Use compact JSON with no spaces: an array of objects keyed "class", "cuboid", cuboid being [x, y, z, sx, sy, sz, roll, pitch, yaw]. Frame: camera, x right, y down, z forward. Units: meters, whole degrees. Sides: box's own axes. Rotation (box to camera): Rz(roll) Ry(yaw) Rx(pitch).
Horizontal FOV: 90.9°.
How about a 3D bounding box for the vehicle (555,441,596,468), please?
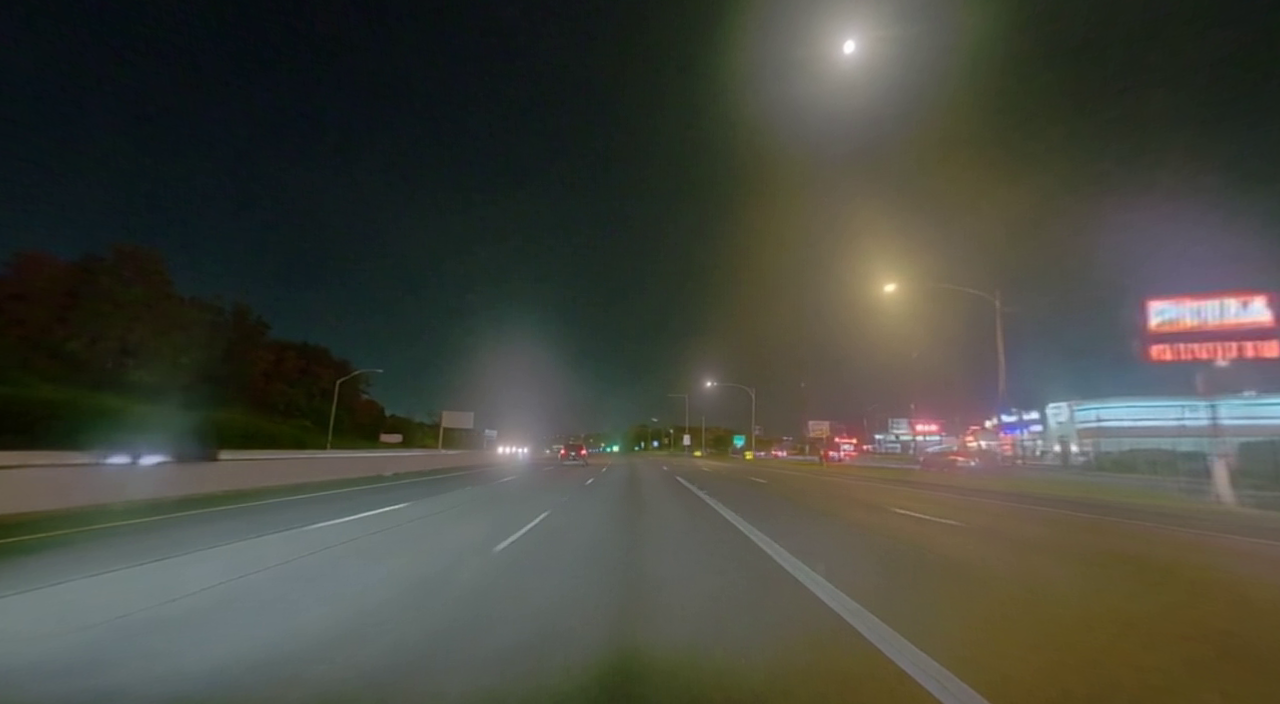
[{"class":"vehicle","cuboid":[-4.327,6.964,43.232,2.236,1.736,5.585,0,-8,0]}]
